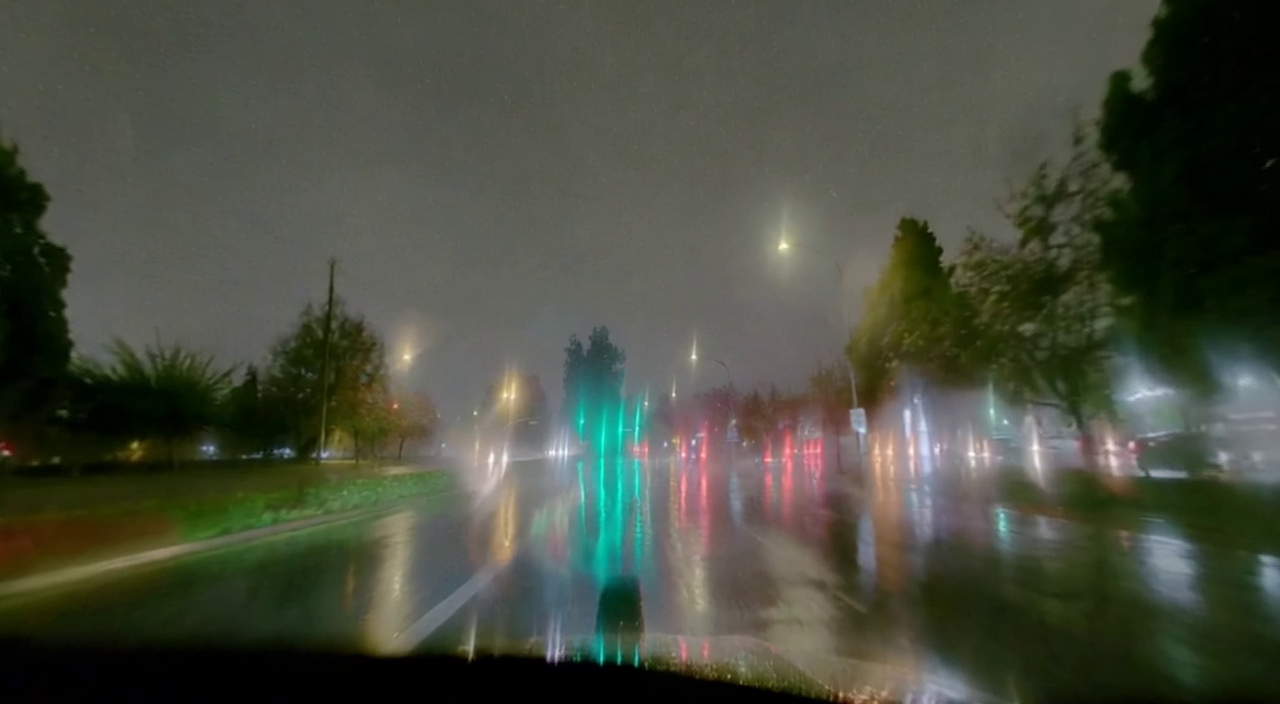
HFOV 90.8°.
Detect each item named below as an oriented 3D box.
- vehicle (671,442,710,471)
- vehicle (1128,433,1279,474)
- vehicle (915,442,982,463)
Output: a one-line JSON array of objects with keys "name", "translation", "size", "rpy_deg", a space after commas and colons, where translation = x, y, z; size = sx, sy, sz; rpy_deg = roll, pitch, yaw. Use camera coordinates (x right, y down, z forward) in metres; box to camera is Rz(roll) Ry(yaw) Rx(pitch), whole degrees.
[{"name": "vehicle", "translation": [3.206, 6.770, 41.146], "size": [2.069, 1.761, 4.610], "rpy_deg": [0, -9, -2]}, {"name": "vehicle", "translation": [21.909, 3.928, 24.392], "size": [4.217, 1.470, 2.173], "rpy_deg": [-1, -9, 1]}, {"name": "vehicle", "translation": [22.821, 7.462, 46.847], "size": [3.845, 1.471, 2.043], "rpy_deg": [0, -9, 0]}]
